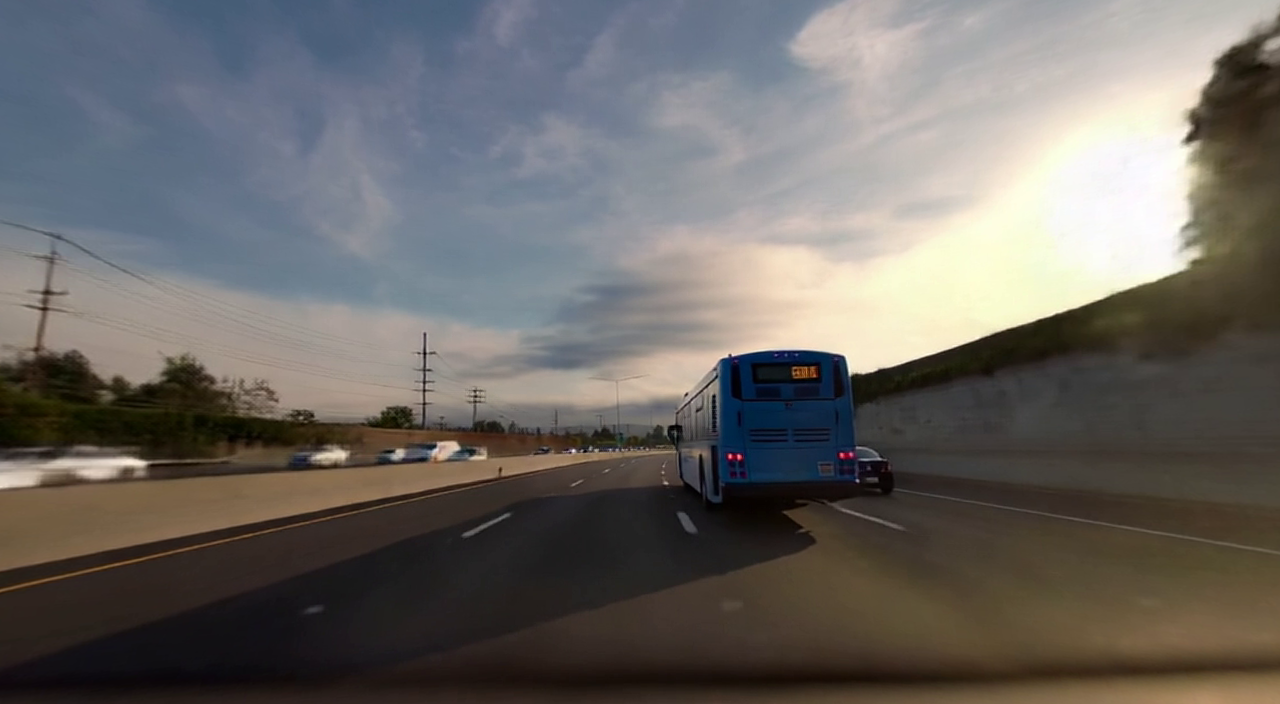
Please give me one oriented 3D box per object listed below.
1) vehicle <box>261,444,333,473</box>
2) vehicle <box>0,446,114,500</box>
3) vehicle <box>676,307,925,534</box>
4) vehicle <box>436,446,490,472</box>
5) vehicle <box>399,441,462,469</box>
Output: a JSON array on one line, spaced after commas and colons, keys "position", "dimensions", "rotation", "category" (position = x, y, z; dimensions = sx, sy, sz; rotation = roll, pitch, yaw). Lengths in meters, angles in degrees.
[{"position": [-21.620, 6.689, 40.048], "dimensions": [1.942, 1.712, 4.495], "rotation": [0, -9, 1], "category": "vehicle"}, {"position": [-18.853, 3.612, 19.175], "dimensions": [1.900, 1.479, 4.436], "rotation": [0, -9, 1], "category": "vehicle"}, {"position": [2.902, 2.118, 17.236], "dimensions": [3.144, 3.580, 14.591], "rotation": [0, -9, 1], "category": "vehicle"}, {"position": [-10.882, 6.608, 39.216], "dimensions": [1.921, 1.497, 4.443], "rotation": [0, -9, 2], "category": "vehicle"}, {"position": [-14.852, 7.330, 45.245], "dimensions": [2.263, 1.881, 5.692], "rotation": [0, -9, 3], "category": "vehicle"}]
